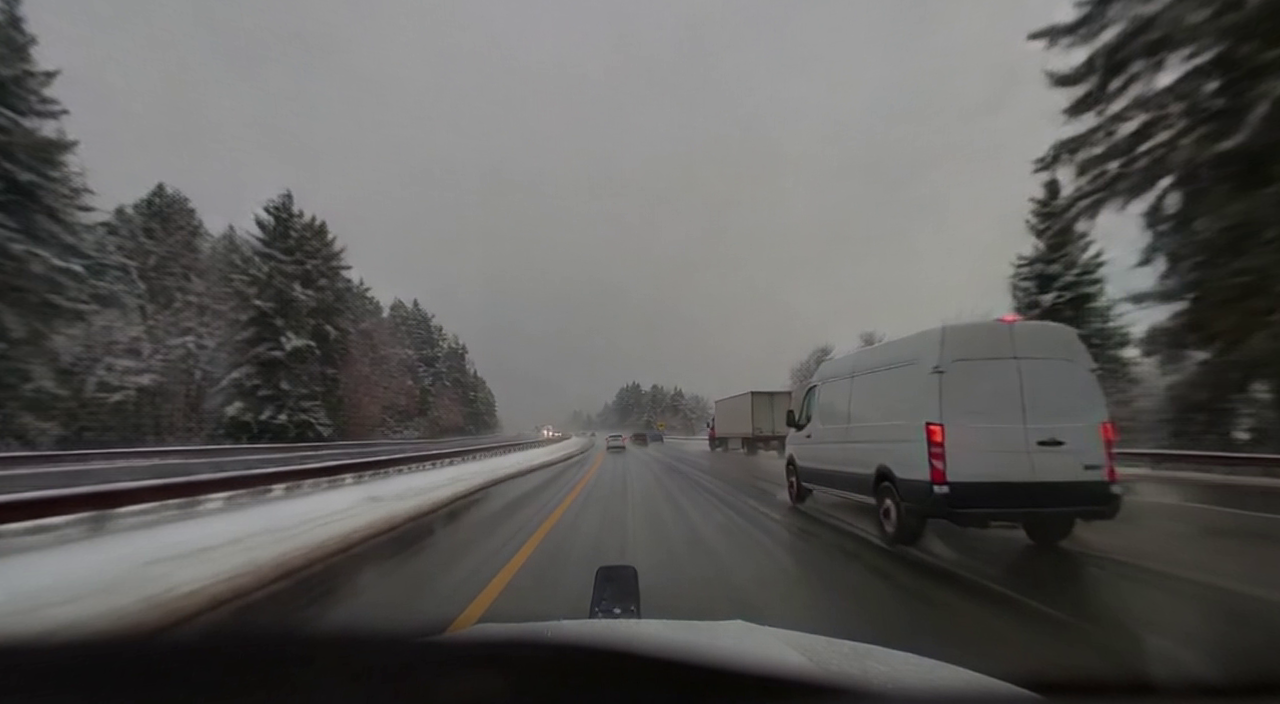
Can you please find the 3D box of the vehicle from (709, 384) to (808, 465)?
[{"bbox_3d":[6.833,4.630,39.322,2.888,4.093,14.227,0,-8,-2],"label":"vehicle"}]

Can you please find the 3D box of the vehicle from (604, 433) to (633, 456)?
[{"bbox_3d":[-1.639,7.038,48.179,2.088,1.671,4.068,0,-8,-2],"label":"vehicle"}]

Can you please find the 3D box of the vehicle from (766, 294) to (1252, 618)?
[{"bbox_3d":[3.427,1.143,7.696,2.436,2.521,5.409,0,-8,-2],"label":"vehicle"}]
